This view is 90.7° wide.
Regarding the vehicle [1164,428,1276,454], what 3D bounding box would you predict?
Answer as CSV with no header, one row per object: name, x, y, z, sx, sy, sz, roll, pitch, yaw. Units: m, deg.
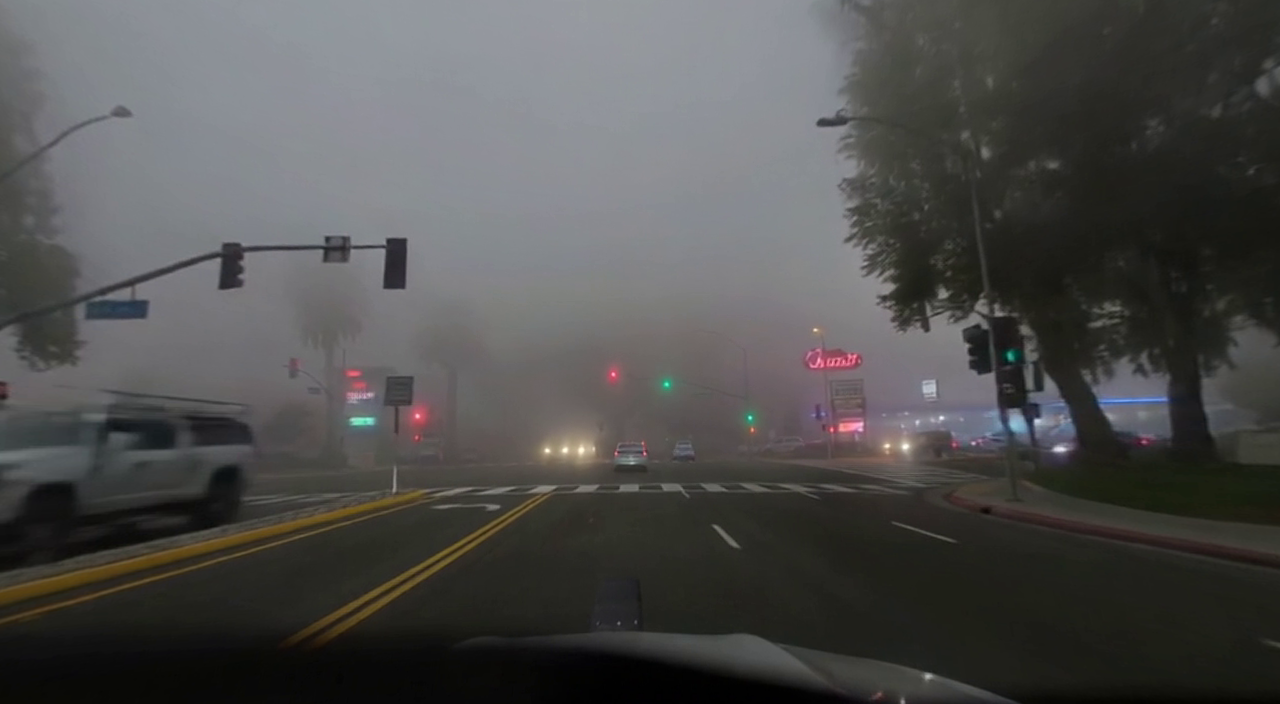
vehicle,34.101,5.257,37.305,4.668,1.469,1.963,0,-8,-1

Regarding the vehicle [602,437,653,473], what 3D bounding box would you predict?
vehicle,-0.561,4.637,28.770,2.160,1.508,4.319,0,-8,-1

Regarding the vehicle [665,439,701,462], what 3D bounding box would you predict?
vehicle,2.932,6.823,43.909,2.060,1.471,4.168,0,-8,-2

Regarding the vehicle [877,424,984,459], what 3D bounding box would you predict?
vehicle,17.074,5.299,37.348,5.173,1.976,2.223,0,-8,0

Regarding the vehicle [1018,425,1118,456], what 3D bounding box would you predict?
vehicle,25.043,5.202,37.135,4.473,1.751,1.909,0,-8,-1

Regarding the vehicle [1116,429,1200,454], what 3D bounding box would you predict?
vehicle,33.163,5.746,40.598,3.696,1.532,1.927,0,-8,-1

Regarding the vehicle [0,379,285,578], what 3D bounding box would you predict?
vehicle,-8.460,1.799,9.625,2.440,2.225,6.346,0,-8,-1

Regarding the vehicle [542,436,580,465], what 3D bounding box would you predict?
vehicle,-5.315,6.652,43.012,2.032,1.747,4.479,-2,-7,-1
